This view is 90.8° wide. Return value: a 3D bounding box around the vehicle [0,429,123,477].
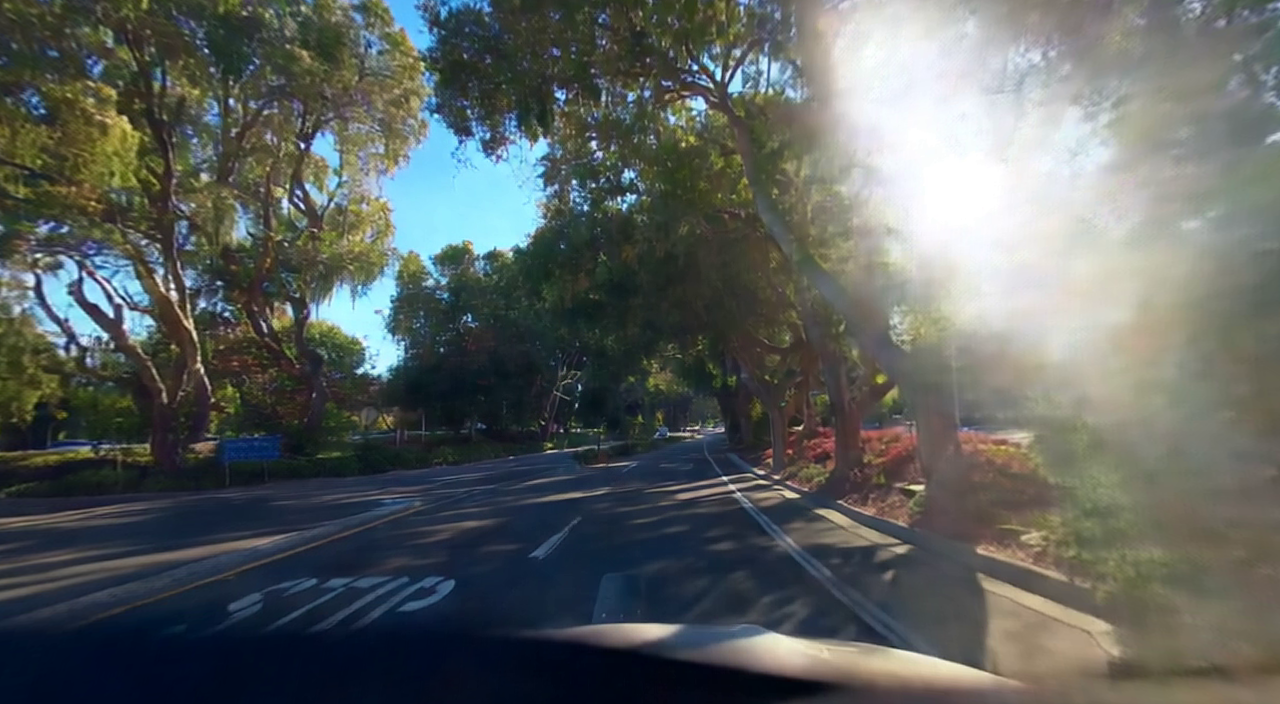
[{"bbox_3d":[-28.370,4.927,30.825,4.733,1.892,1.939,-4,-4,2],"label":"vehicle"}]
